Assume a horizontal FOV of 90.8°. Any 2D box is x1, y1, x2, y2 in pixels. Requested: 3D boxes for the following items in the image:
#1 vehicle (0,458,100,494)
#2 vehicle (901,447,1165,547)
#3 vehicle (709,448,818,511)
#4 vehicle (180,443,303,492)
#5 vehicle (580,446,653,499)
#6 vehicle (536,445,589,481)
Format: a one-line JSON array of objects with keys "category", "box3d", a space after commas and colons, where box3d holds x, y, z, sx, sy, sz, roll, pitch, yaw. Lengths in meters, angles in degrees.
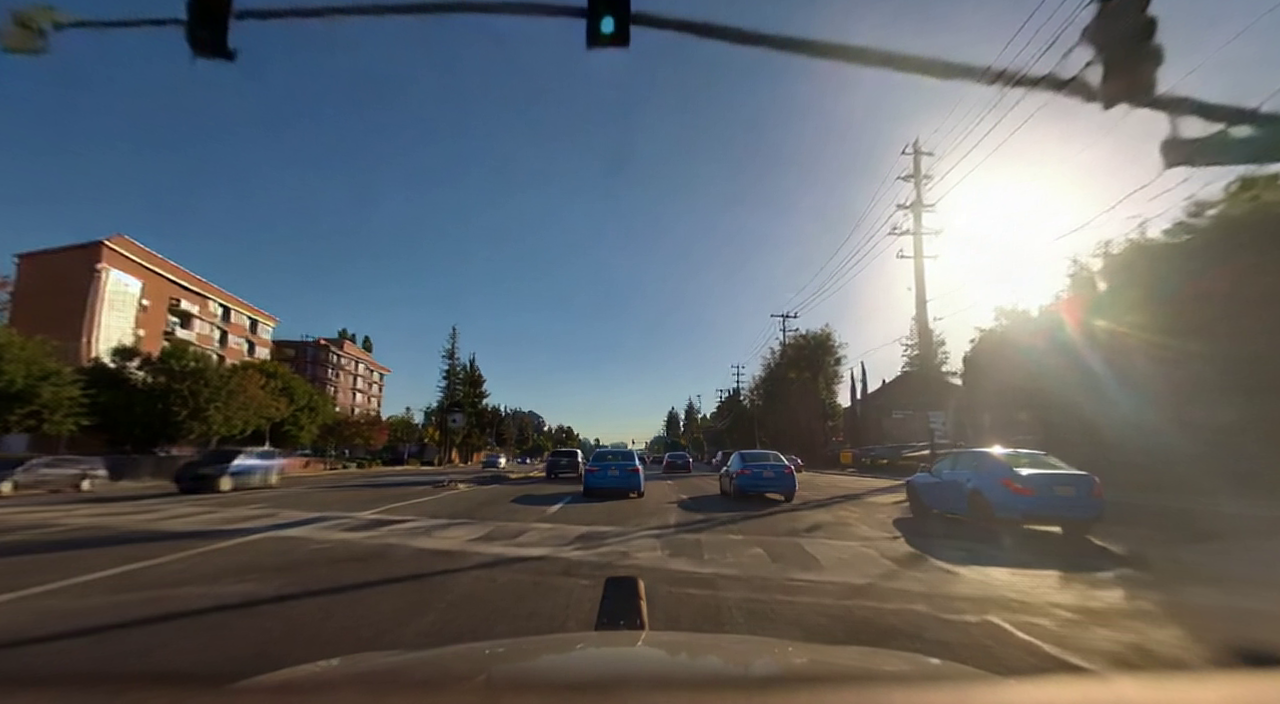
[{"category": "vehicle", "box3d": [-27.946, 5.737, 29.585, 1.859, 1.482, 3.717, -1, -8, 4]}, {"category": "vehicle", "box3d": [6.863, 2.530, 11.794, 2.004, 1.455, 4.417, 0, -8, -1]}, {"category": "vehicle", "box3d": [3.261, 3.447, 17.711, 2.053, 1.490, 4.464, 0, -8, -1]}, {"category": "vehicle", "box3d": [-16.336, 4.714, 26.261, 2.064, 1.827, 4.647, 0, -8, 0]}, {"category": "vehicle", "box3d": [-0.689, 3.759, 20.132, 2.065, 1.464, 4.216, 0, -8, 0]}, {"category": "vehicle", "box3d": [-3.769, 5.476, 31.481, 2.073, 1.606, 4.364, 0, -8, 1]}]
